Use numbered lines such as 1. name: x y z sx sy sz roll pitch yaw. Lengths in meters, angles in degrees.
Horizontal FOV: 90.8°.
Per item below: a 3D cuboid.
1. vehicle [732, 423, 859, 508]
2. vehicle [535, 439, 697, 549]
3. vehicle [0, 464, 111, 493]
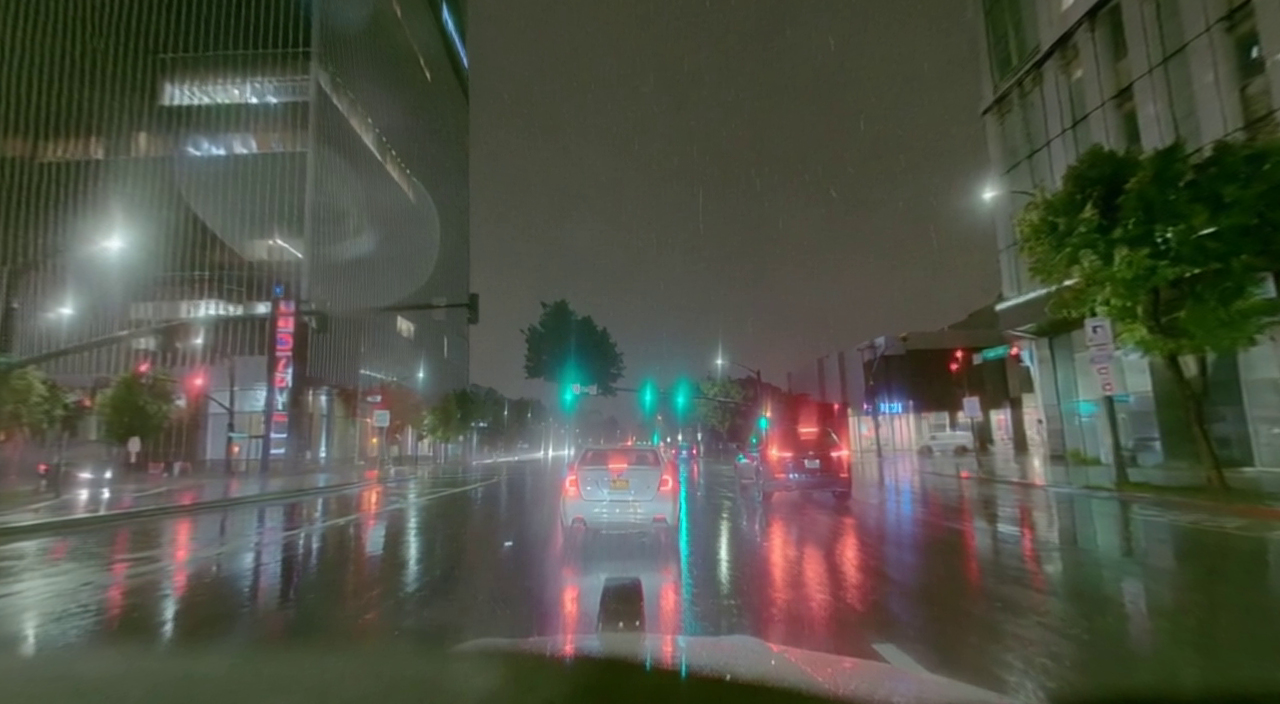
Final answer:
1. vehicle: 3.661 2.712 15.723 2.078 1.799 4.089 0 -7 -1
2. vehicle: -0.351 2.154 10.379 2.144 1.398 3.963 1 -7 -1
3. vehicle: -34.814 7.498 37.617 4.470 1.556 2.231 1 -8 -3
